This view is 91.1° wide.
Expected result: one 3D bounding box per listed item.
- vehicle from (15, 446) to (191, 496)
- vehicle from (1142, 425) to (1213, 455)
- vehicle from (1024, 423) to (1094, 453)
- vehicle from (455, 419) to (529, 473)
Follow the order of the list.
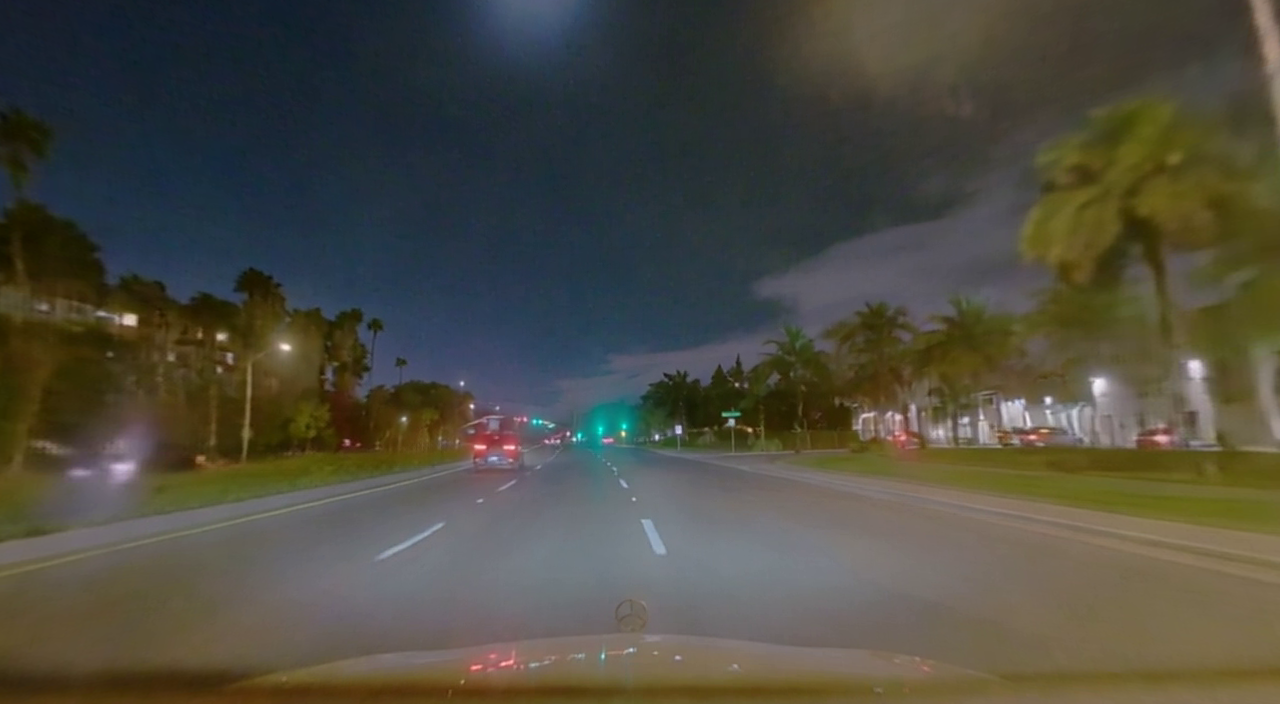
[{"bbox_3d":[-17.735,3.902,21.123,2.030,1.459,4.695,1,-9,-5],"label":"vehicle"},{"bbox_3d":[29.420,4.837,34.309,4.384,1.501,2.020,7,-10,-38],"label":"vehicle"},{"bbox_3d":[25.796,5.312,38.608,4.520,1.746,2.295,7,-11,-40],"label":"vehicle"},{"bbox_3d":[-6.504,4.258,28.378,2.507,2.161,6.049,1,-9,-6],"label":"vehicle"}]
